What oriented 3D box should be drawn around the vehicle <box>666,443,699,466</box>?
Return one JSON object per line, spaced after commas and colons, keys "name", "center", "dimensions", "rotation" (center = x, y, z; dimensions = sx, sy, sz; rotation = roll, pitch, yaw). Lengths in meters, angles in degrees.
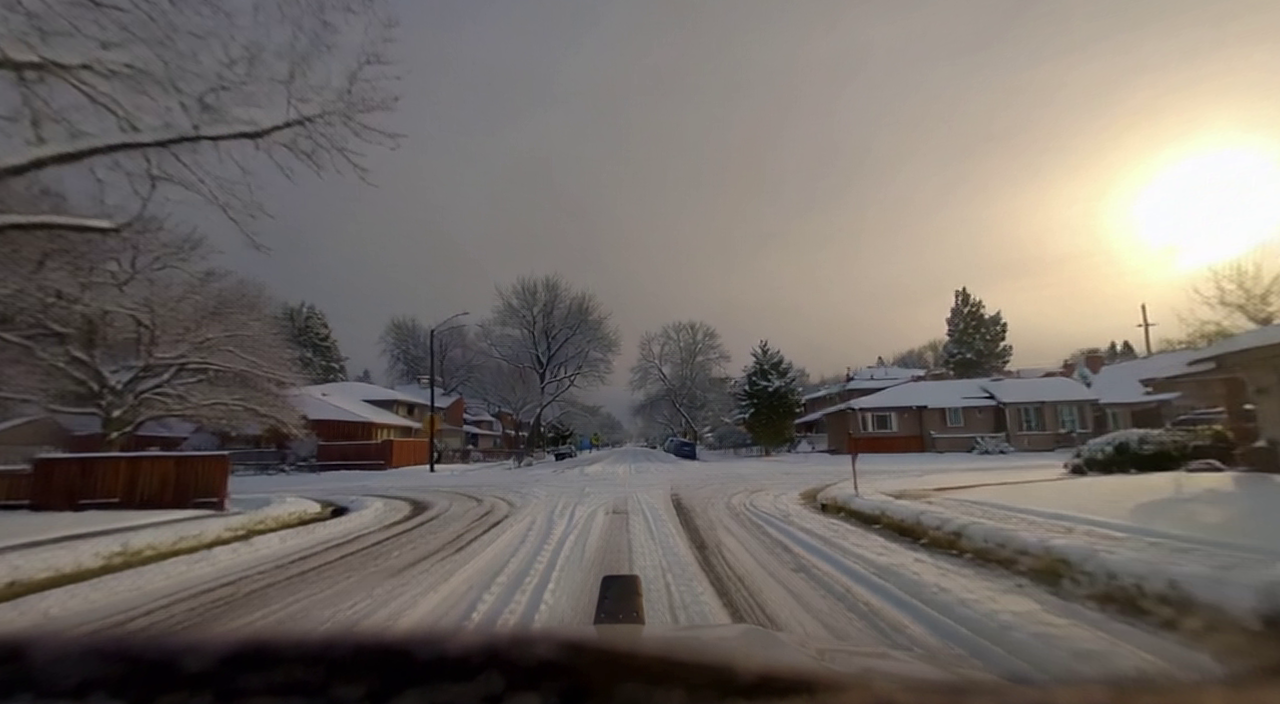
{"name": "vehicle", "center": [2.945, 7.245, 44.807], "dimensions": [1.881, 1.487, 4.183], "rotation": [0, -8, -3]}
